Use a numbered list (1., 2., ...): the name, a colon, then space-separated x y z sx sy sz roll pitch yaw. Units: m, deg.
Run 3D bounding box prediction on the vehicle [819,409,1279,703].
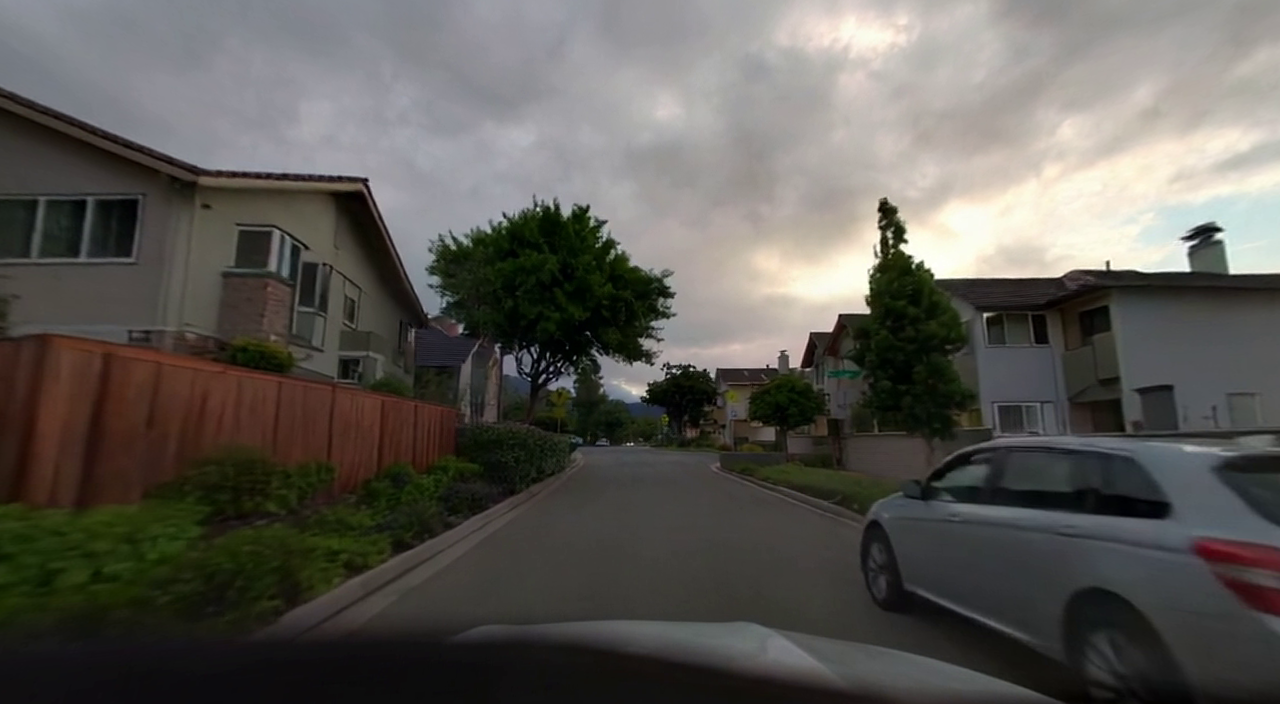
1. vehicle: 2.878 1.227 4.281 1.955 1.498 4.046 0 -8 -3
